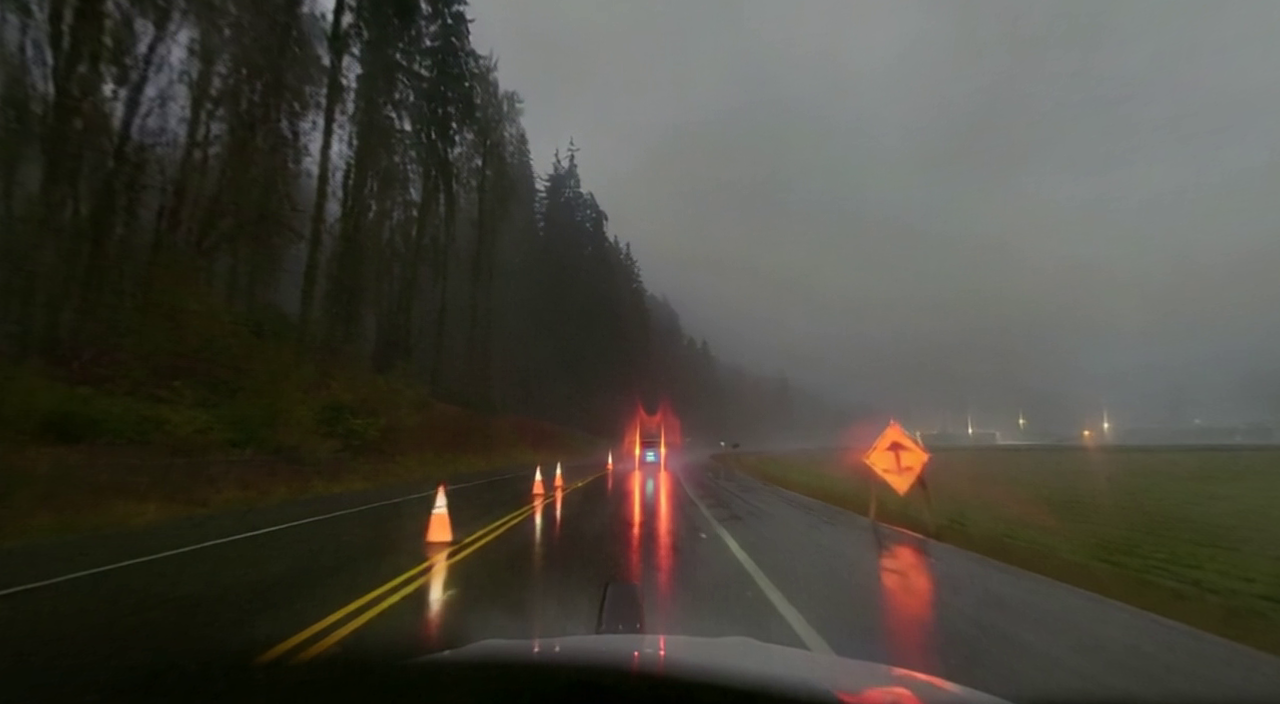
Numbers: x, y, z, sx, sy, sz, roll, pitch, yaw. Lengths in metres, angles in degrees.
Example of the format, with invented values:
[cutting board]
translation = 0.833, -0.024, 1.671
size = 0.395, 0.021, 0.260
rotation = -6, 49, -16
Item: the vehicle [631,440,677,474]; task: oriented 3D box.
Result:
[vehicle]
translation = 0.661, 4.945, 29.796
size = 2.042, 1.489, 3.963
rotation = 0, -9, 2
